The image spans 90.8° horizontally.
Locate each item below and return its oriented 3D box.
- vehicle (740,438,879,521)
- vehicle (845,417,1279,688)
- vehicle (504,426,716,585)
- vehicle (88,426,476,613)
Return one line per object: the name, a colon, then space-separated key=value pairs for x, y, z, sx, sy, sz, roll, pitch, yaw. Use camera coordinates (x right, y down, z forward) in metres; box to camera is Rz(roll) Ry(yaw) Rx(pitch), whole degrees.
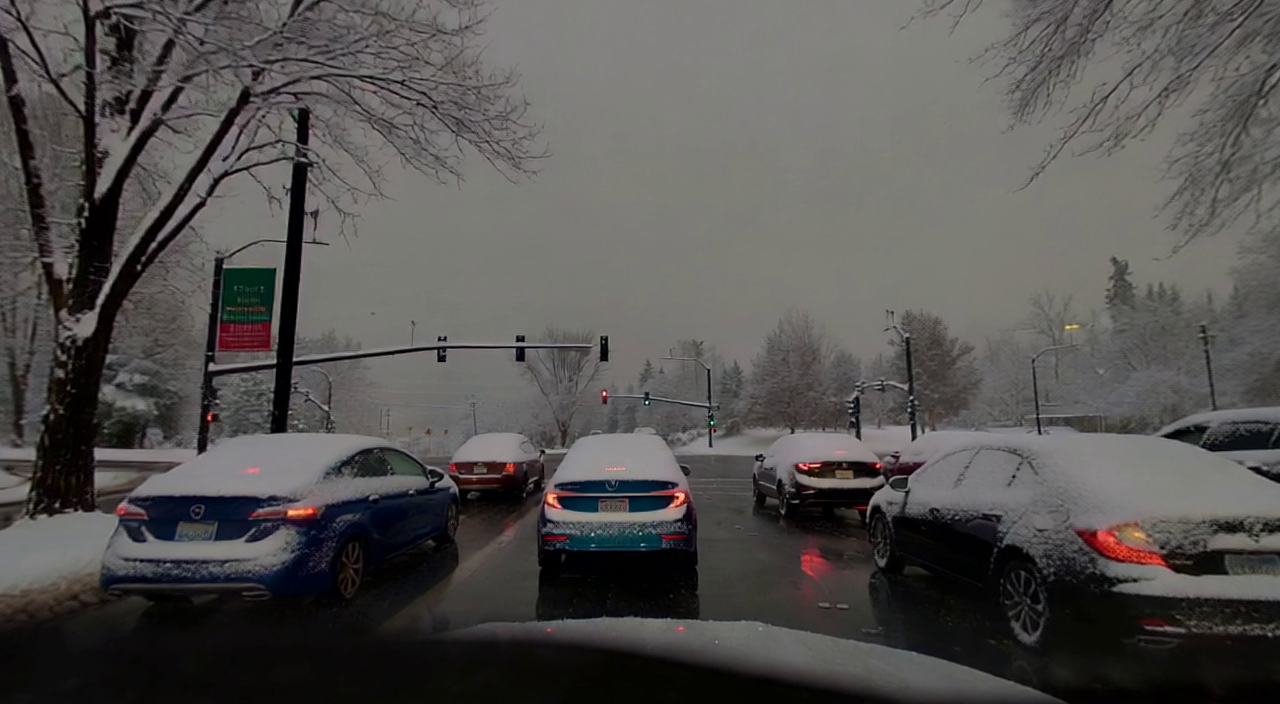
vehicle: x=3.398 y=2.614 z=13.490 sx=1.852 sy=1.498 sz=3.825 roll=0 pitch=-9 yaw=-1
vehicle: x=3.606 y=1.437 z=5.766 sx=1.953 sy=1.471 sz=4.470 roll=0 pitch=-9 yaw=0
vehicle: x=-0.304 y=1.726 z=7.842 sx=1.994 sy=1.479 sz=3.647 roll=0 pitch=-9 yaw=-1
vehicle: x=-3.372 y=1.640 z=7.120 sx=1.929 sy=1.457 sz=4.136 roll=0 pitch=-9 yaw=0
